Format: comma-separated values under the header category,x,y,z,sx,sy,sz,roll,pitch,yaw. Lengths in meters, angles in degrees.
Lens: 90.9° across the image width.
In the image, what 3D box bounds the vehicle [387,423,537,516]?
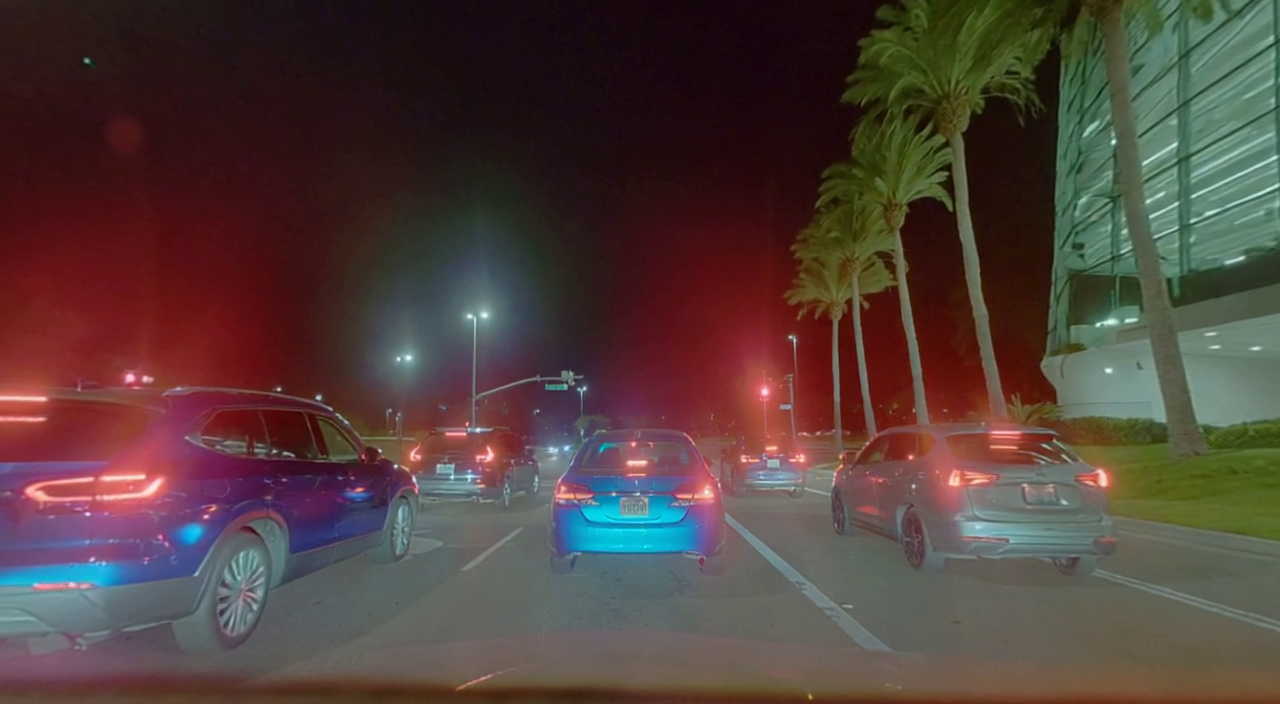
category,x,y,z,sx,sy,sz,roll,pitch,yaw
vehicle,-3.463,2.359,13.073,1.917,1.631,3.768,0,-8,1

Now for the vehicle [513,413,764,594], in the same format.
category,x,y,z,sx,sy,sz,roll,pitch,yaw
vehicle,-0.053,1.664,7.812,2.219,1.586,4.321,0,-8,-1

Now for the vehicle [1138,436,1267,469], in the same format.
category,x,y,z,sx,sy,sz,roll,pitch,yaw
vehicle,25.459,4.550,28.644,4.014,1.417,1.777,-1,-8,5

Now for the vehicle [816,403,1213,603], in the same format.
category,x,y,z,sx,sy,sz,roll,pitch,yaw
vehicle,3.842,1.621,7.679,2.064,1.696,4.431,0,-8,0

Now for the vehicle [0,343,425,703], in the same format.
category,x,y,z,sx,sy,sz,roll,pitch,yaw
vehicle,-3.532,1.153,5.178,2.014,1.775,4.404,0,-8,-1
